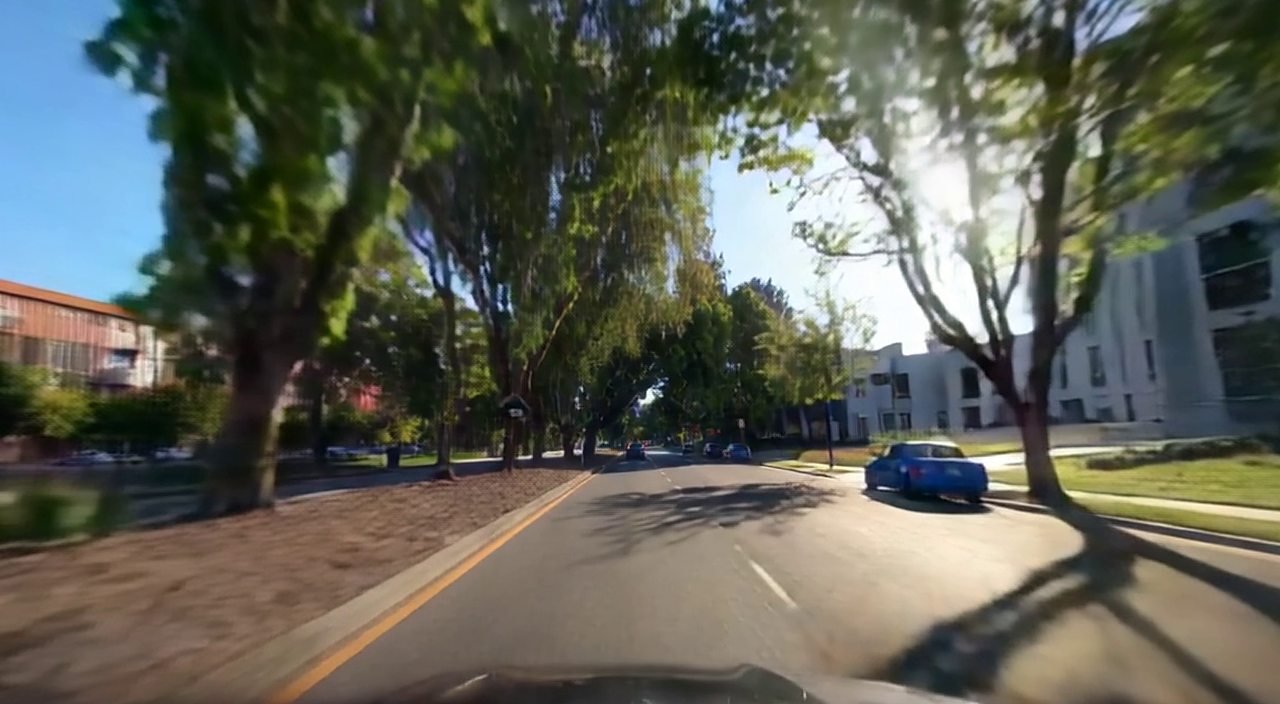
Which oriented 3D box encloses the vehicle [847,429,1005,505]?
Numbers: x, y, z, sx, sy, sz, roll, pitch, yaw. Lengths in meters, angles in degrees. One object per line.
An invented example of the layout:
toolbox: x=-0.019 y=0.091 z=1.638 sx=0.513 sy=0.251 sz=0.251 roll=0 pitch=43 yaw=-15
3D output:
vehicle: x=7.858 y=3.198 z=18.008 sx=2.167 sy=1.848 sz=4.713 roll=0 pitch=-8 yaw=-1

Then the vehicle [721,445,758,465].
vehicle: x=7.515 y=7.865 z=48.291 sx=1.991 sy=1.446 sz=4.685 roll=0 pitch=-8 yaw=-1
